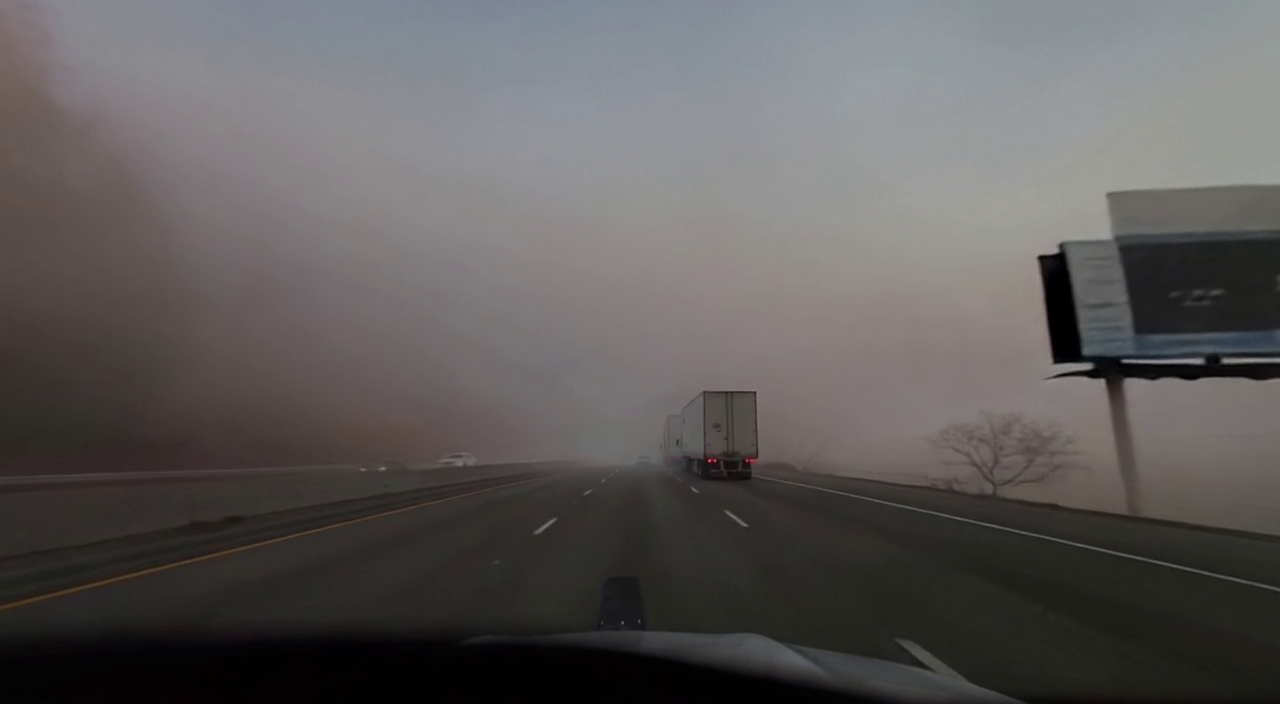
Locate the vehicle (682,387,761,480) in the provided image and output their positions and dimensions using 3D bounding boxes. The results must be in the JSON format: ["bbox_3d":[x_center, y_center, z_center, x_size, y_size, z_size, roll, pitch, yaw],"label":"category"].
[{"bbox_3d":[4.268,4.846,36.367,2.826,4.269,14.176,0,-9,1],"label":"vehicle"}]
